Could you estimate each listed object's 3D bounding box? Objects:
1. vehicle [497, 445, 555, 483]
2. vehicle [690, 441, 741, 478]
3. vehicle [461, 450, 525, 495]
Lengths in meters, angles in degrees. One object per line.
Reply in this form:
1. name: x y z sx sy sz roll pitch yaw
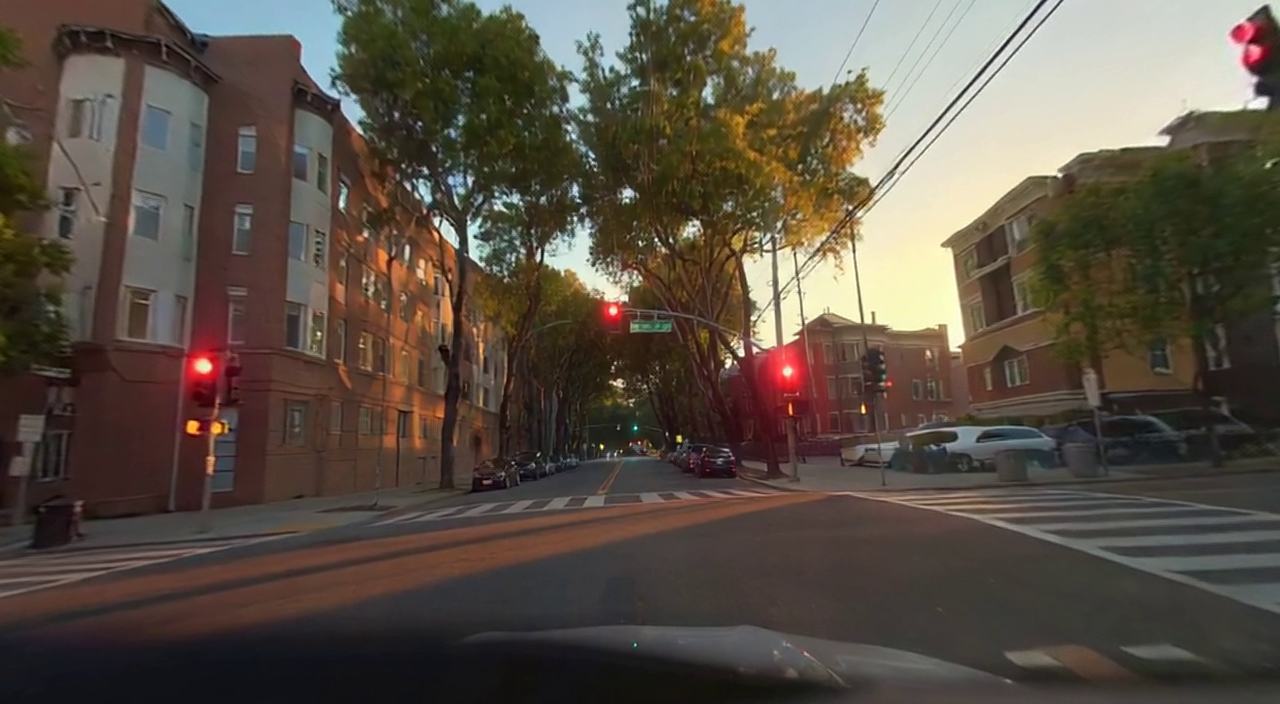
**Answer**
1. vehicle: -6.429 6.330 36.145 2.175 1.849 4.725 -5 -8 2
2. vehicle: 3.602 5.199 30.935 1.924 1.657 4.665 0 -8 0
3. vehicle: -6.676 5.471 29.114 1.763 1.612 4.462 -8 -8 -2
